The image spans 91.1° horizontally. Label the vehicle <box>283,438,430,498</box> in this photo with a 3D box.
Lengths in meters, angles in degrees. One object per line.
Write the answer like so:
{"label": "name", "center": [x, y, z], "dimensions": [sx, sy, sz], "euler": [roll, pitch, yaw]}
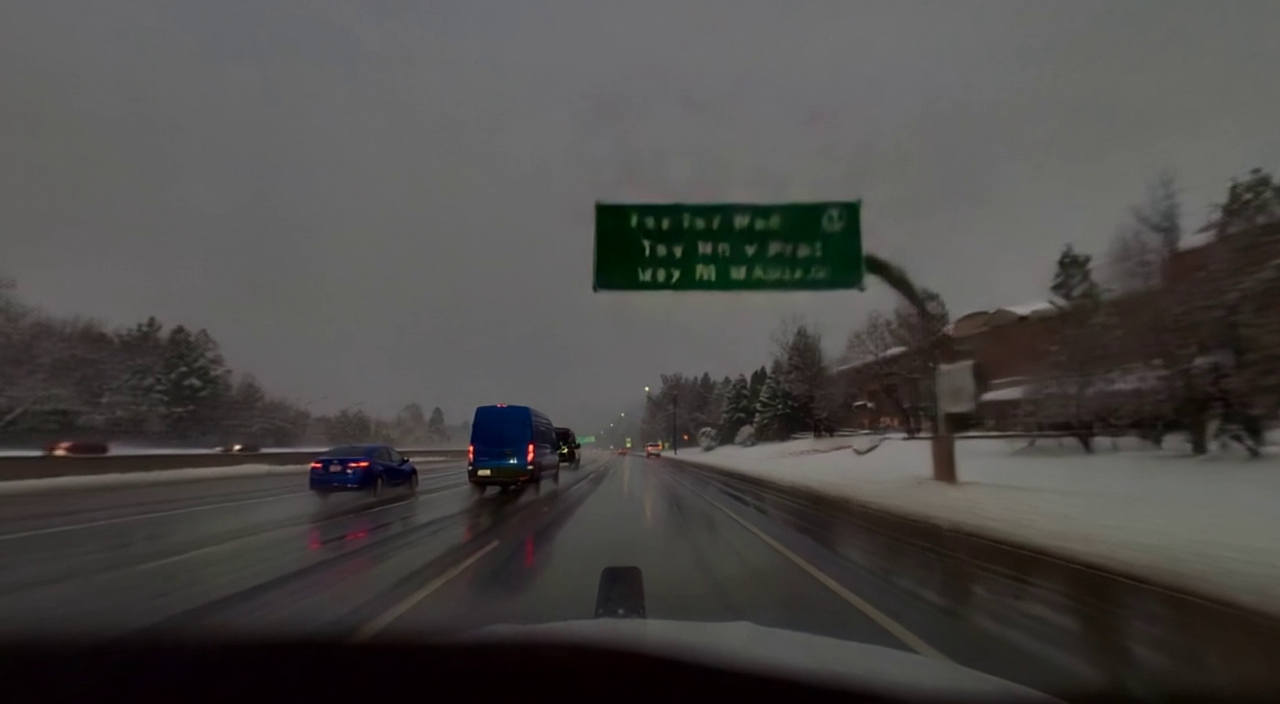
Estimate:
{"label": "vehicle", "center": [-7.914, 3.279, 18.162], "dimensions": [1.987, 1.490, 4.781], "euler": [0, -9, 0]}

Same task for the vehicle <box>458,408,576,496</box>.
{"label": "vehicle", "center": [-3.451, 2.984, 18.912], "dimensions": [2.372, 2.248, 5.393], "euler": [0, -9, 1]}
